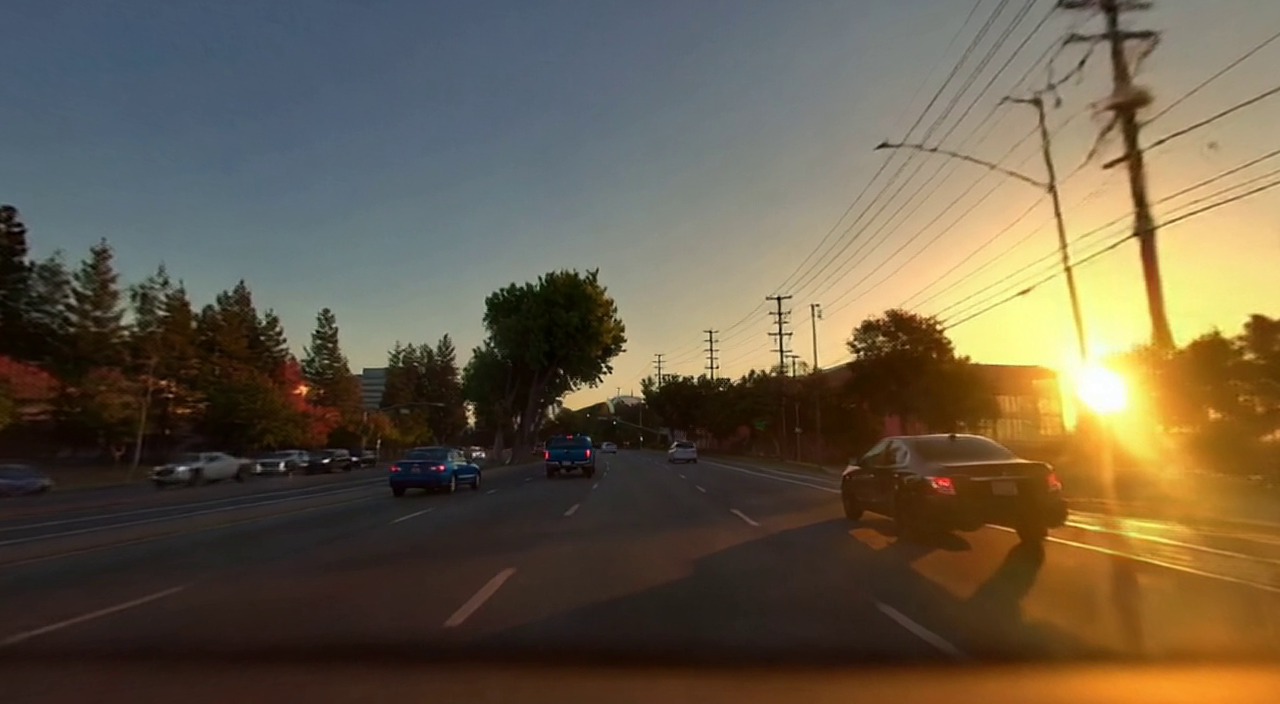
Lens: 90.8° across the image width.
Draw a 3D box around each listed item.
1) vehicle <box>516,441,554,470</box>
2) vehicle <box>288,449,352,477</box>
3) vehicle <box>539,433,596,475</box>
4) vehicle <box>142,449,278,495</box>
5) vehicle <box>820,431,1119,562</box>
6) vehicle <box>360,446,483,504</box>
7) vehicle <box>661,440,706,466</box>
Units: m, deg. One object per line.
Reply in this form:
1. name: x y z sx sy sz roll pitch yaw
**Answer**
1. vehicle: -7.606 7.579 46.052 2.169 1.865 4.739 4 -11 -4
2. vehicle: -21.163 7.344 42.035 2.035 1.706 4.197 0 -8 0
3. vehicle: -3.640 5.271 32.928 2.467 1.991 6.089 0 -8 -2
4. vehicle: -17.714 4.932 26.430 2.108 1.709 5.041 0 -9 0
5. vehicle: 4.307 1.937 9.317 1.840 1.428 4.602 0 -8 -1
6. vehicle: -6.353 3.590 19.051 2.035 1.497 4.723 0 -8 0
7. vehicle: 2.515 6.025 37.802 2.071 1.435 4.226 1 -9 -5
